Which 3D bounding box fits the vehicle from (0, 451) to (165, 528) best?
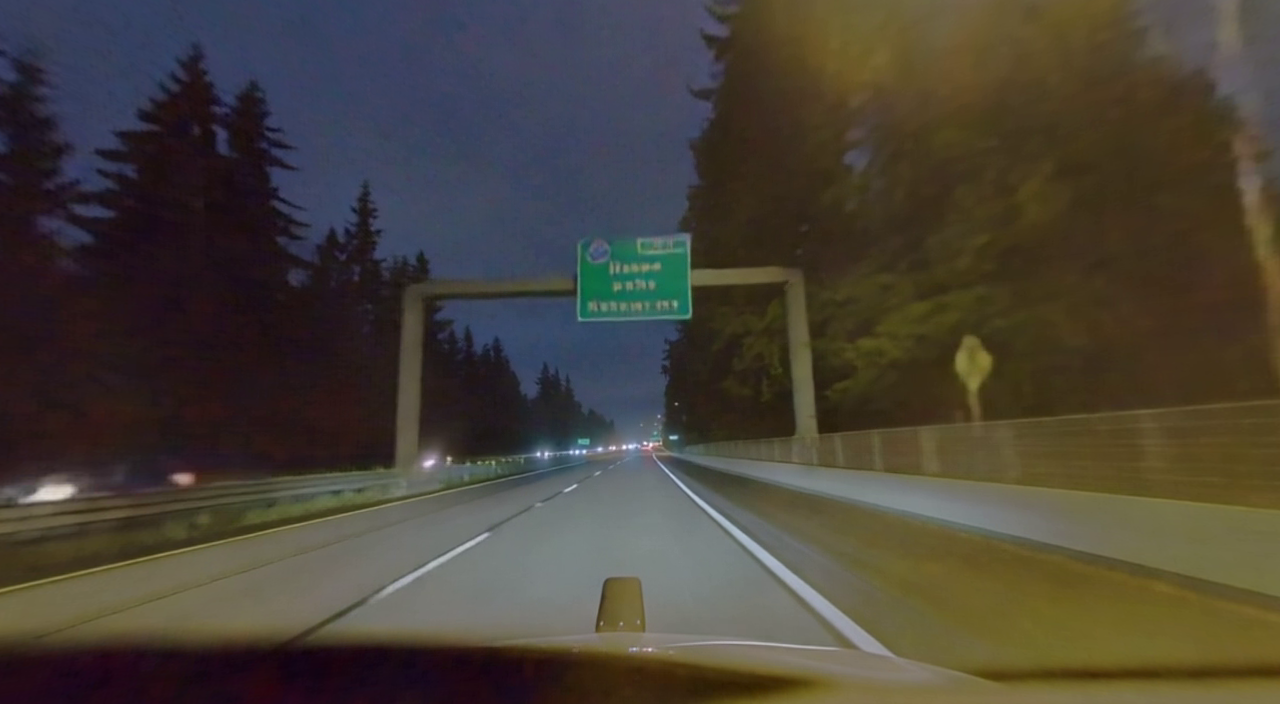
[{"bbox_3d":[-13.180,2.946,14.034,1.853,1.448,4.331,0,-9,0],"label":"vehicle"}]
